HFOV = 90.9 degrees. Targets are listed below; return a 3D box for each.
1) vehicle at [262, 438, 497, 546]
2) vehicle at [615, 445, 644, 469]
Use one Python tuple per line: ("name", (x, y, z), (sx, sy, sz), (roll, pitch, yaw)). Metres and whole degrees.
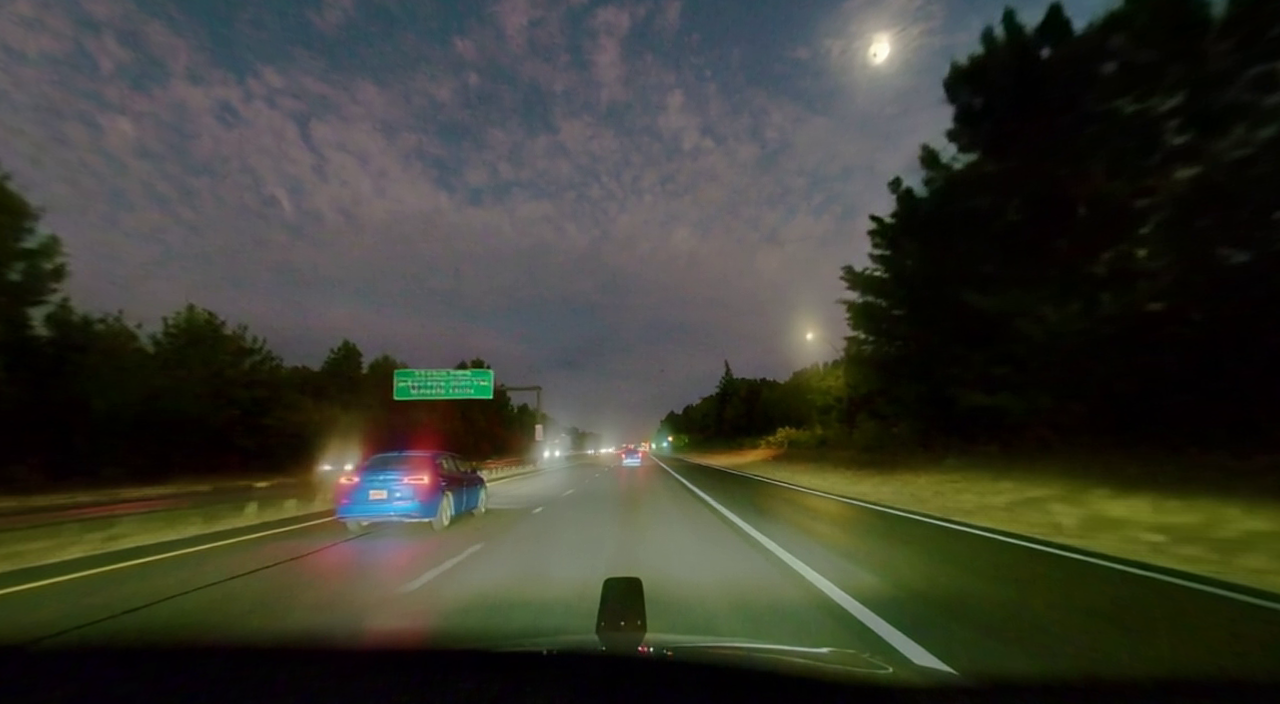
("vehicle", (-4.141, 2.289, 11.073), (2.157, 1.483, 4.601), (0, -9, 0))
("vehicle", (-0.706, 7.441, 44.904), (2.011, 1.590, 3.607), (0, -9, 0))
